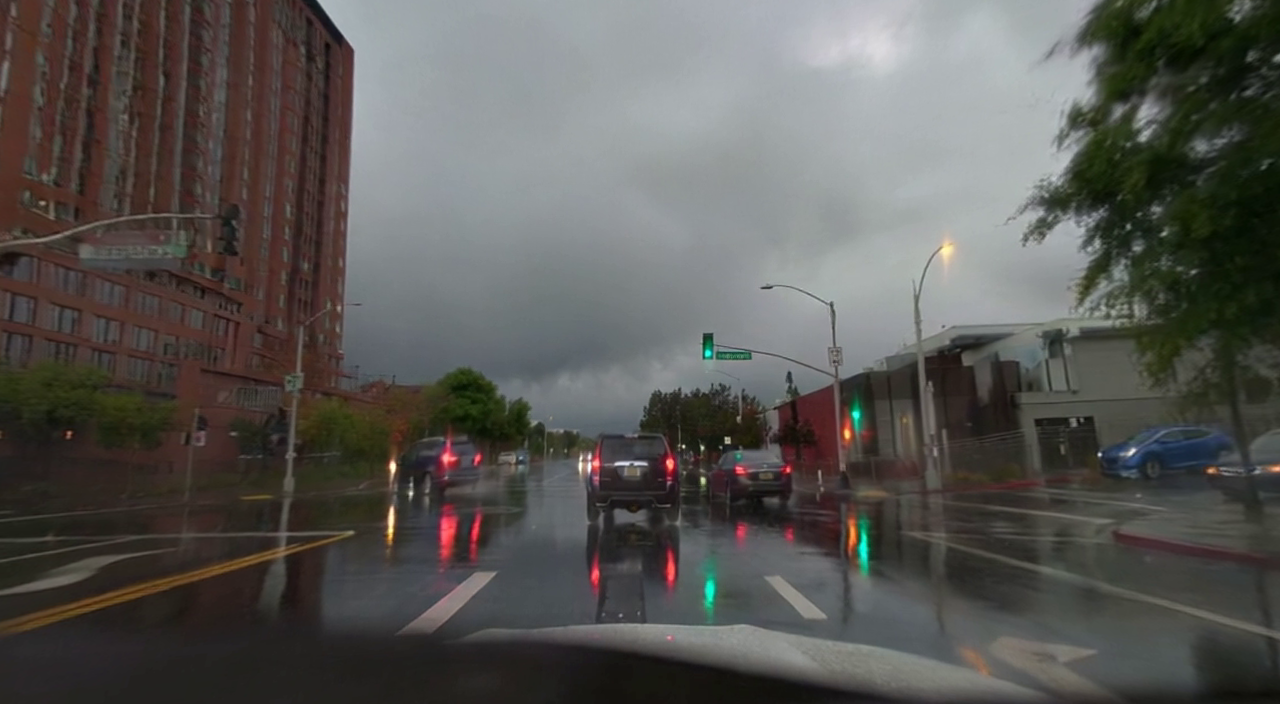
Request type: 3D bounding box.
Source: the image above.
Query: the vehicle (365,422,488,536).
[{"bbox_3d":[-4.148,2.389,12.499,1.855,1.812,4.244,3,-9,-17],"label":"vehicle"}]

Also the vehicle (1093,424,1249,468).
[{"bbox_3d":[20.879,3.719,24.992,4.355,1.663,1.948,0,-9,0],"label":"vehicle"}]

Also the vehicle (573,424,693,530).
[{"bbox_3d":[-0.175,2.536,13.464,2.105,1.842,4.537,0,-8,-1],"label":"vehicle"}]

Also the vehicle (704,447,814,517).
[{"bbox_3d":[2.765,3.097,15.628,1.852,1.462,4.155,0,-8,-1],"label":"vehicle"}]
